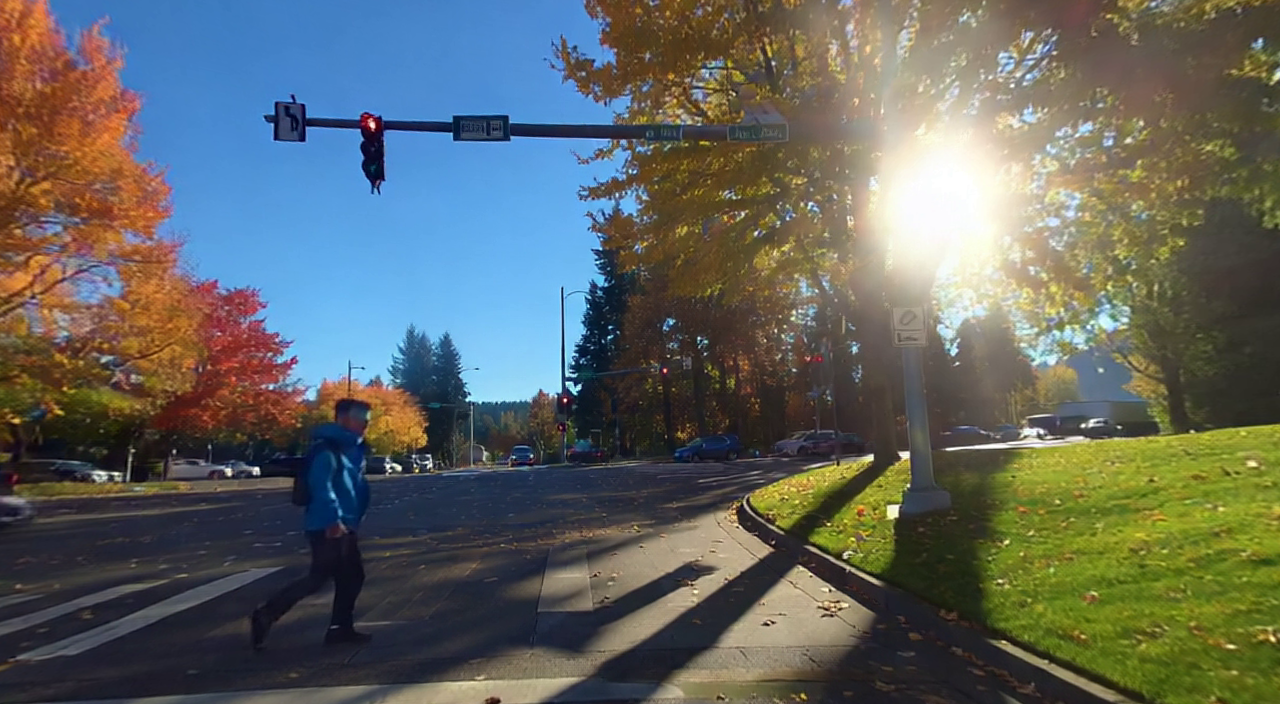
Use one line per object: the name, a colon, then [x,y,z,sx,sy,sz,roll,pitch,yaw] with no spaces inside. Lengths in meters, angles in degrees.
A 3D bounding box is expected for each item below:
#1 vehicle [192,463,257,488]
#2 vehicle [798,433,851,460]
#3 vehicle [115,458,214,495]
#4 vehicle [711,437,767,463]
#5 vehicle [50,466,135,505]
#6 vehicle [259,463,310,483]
vehicle: [-28.541,8.478,43.184,1.768,1.465,3.972,0,-9,-1]
vehicle: [13.419,6.826,45.371,2.036,1.849,4.811,-7,-11,36]
vehicle: [-27.827,7.272,36.912,2.064,1.913,5.081,0,-9,-4]
vehicle: [6.974,6.846,43.942,1.867,1.743,4.259,-8,-11,40]
vehicle: [-25.420,6.160,29.254,1.694,1.528,4.225,3,-9,-23]
vehicle: [-28.132,9.586,49.757,1.776,1.452,3.920,0,-9,0]
